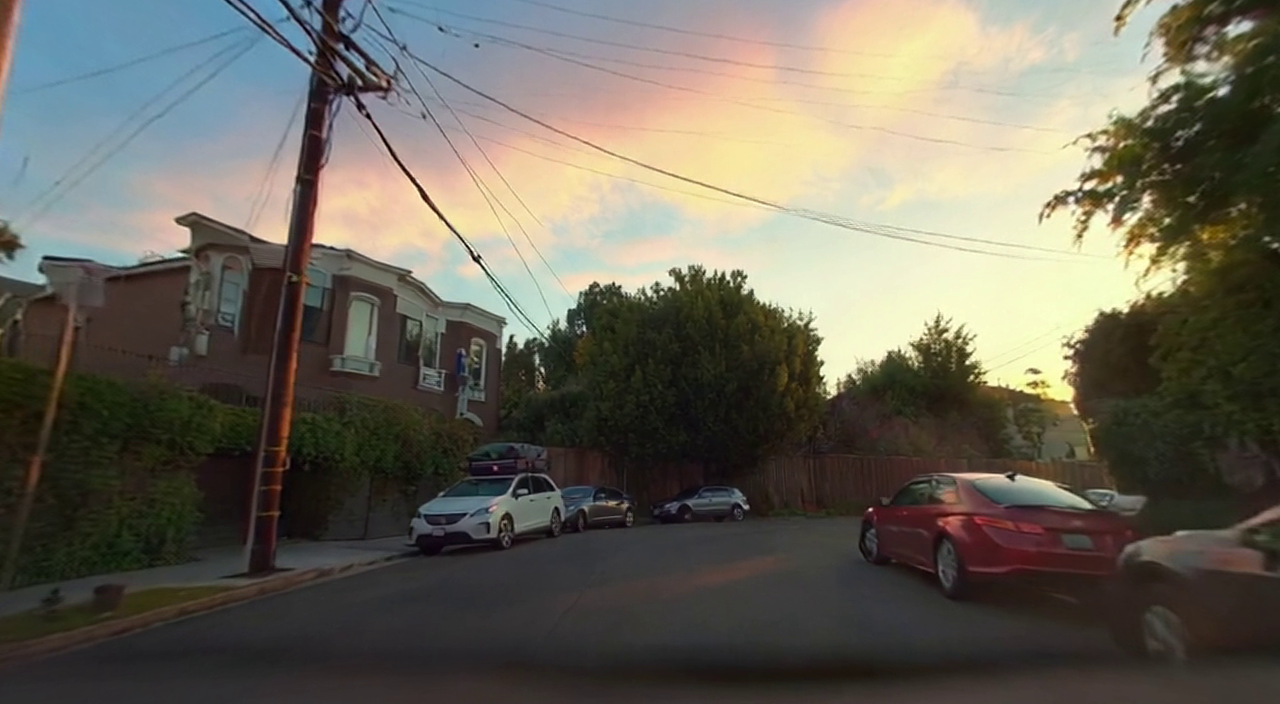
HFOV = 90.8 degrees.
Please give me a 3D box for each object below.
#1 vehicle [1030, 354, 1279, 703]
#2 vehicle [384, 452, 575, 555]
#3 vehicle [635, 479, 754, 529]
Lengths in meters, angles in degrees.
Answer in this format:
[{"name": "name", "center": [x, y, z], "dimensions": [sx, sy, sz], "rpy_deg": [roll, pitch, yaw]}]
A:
[{"name": "vehicle", "center": [3.930, 0.908, 2.449], "dimensions": [1.899, 1.877, 4.668], "rpy_deg": [1, -7, 1]}, {"name": "vehicle", "center": [-3.165, 3.211, 13.835], "dimensions": [2.247, 1.702, 5.043], "rpy_deg": [-5, -12, 8]}, {"name": "vehicle", "center": [2.144, 5.790, 24.418], "dimensions": [4.217, 1.547, 2.082], "rpy_deg": [6, -10, -35]}]
